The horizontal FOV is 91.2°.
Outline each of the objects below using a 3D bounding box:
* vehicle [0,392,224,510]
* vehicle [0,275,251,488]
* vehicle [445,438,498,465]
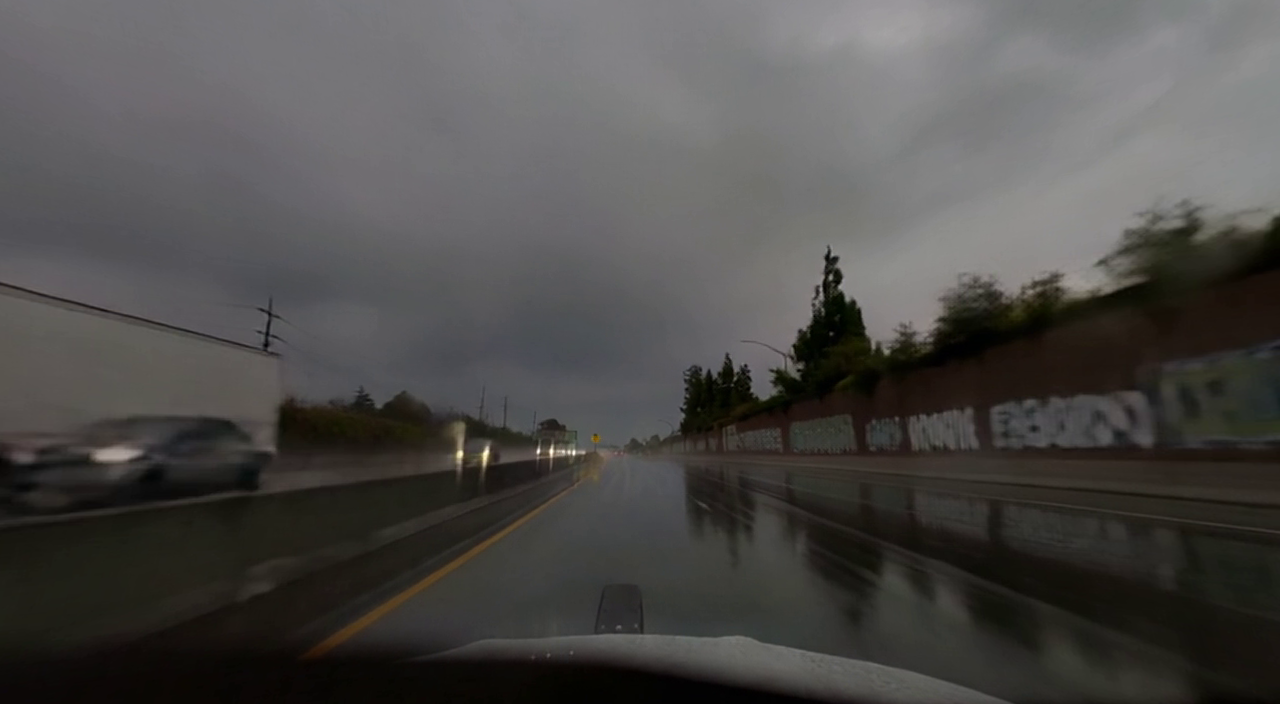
[{"bbox_3d":[-9.379,1.622,10.388,1.978,1.542,4.321,0,-9,0],"label":"vehicle"},{"bbox_3d":[-13.595,0.612,12.257,2.852,3.992,14.363,0,-9,0],"label":"vehicle"},{"bbox_3d":[-10.192,6.038,38.241,2.055,1.526,4.468,0,-9,-1],"label":"vehicle"}]
